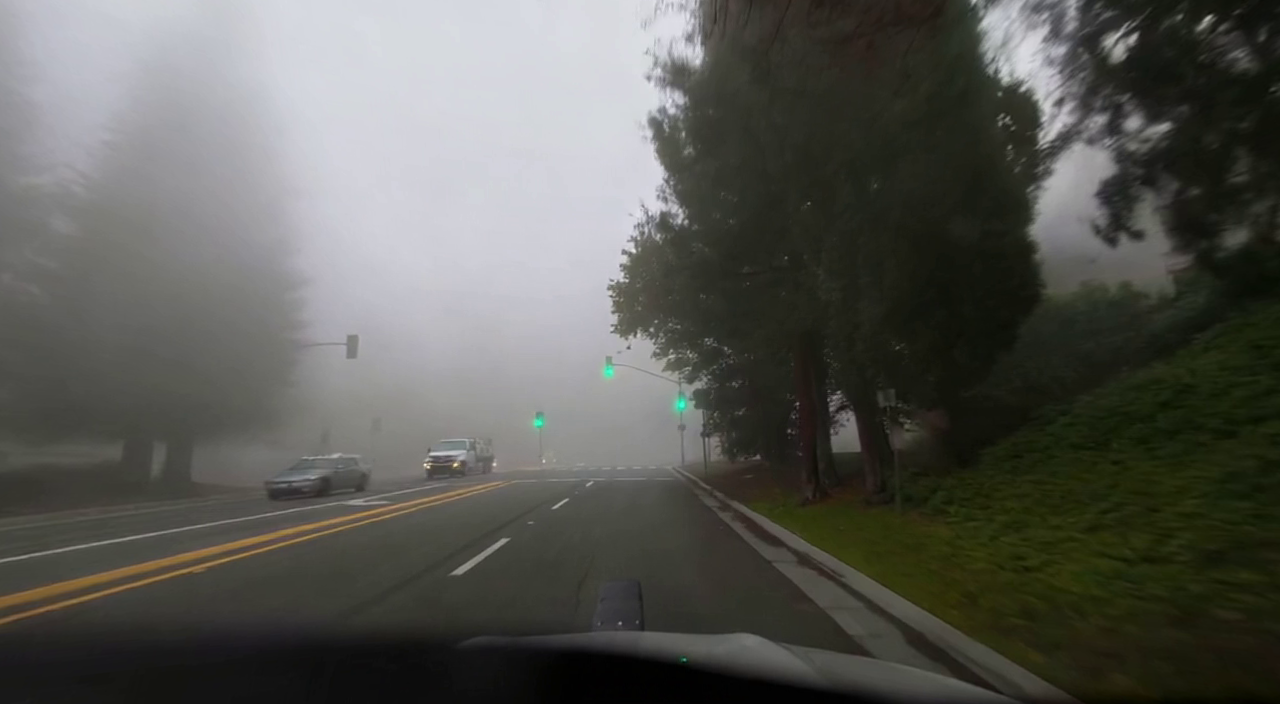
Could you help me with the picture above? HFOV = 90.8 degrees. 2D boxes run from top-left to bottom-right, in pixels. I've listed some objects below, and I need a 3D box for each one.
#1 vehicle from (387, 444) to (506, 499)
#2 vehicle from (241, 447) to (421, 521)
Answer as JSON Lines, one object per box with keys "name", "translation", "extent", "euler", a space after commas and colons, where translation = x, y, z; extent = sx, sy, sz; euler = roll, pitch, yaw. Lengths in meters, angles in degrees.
{"name": "vehicle", "translation": [-7.010, 4.389, 23.919], "extent": [2.308, 1.755, 6.571], "euler": [0, -8, 2]}
{"name": "vehicle", "translation": [-7.192, 3.075, 15.358], "extent": [1.968, 1.485, 4.558], "euler": [0, -8, 2]}
